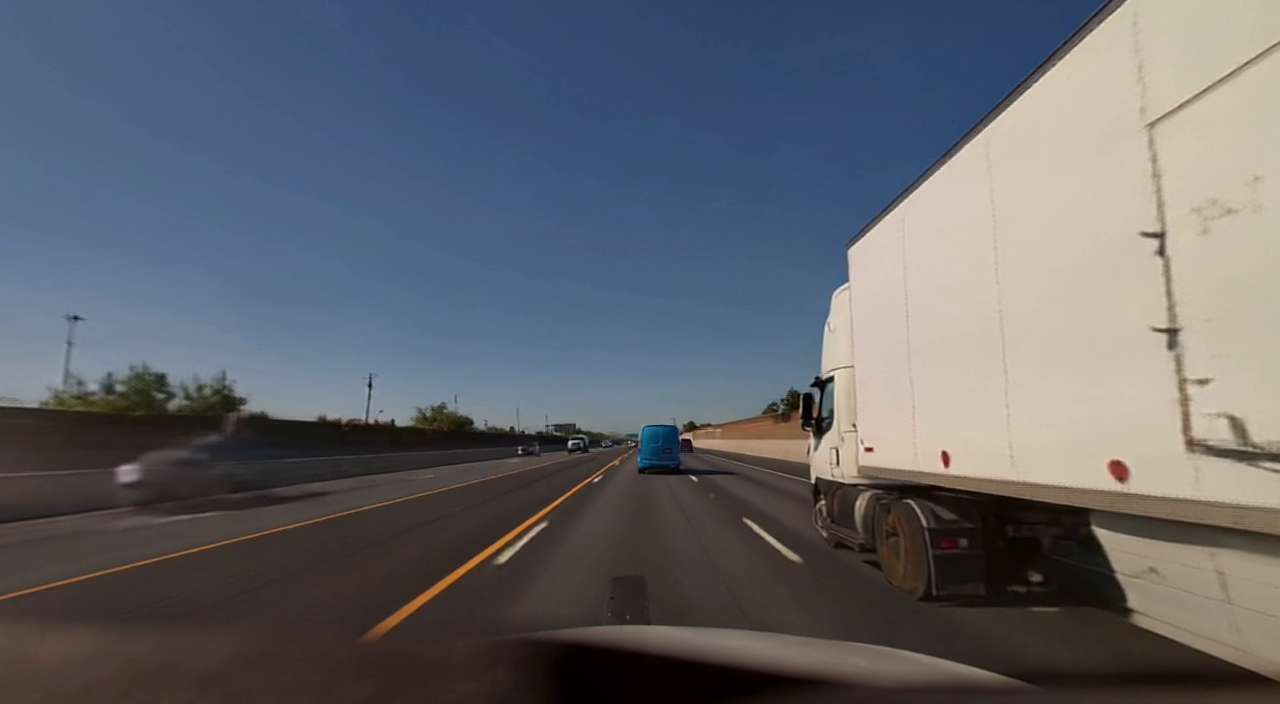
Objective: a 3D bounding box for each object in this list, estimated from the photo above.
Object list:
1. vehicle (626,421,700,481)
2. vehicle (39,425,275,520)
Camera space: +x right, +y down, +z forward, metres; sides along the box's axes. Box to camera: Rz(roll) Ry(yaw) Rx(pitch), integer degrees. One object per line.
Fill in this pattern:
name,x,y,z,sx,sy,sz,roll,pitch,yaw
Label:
vehicle,0.857,3.665,23.513,2.469,2.027,4.554,0,-8,2
vehicle,-10.860,2.703,14.673,2.023,1.876,4.204,0,-8,2
